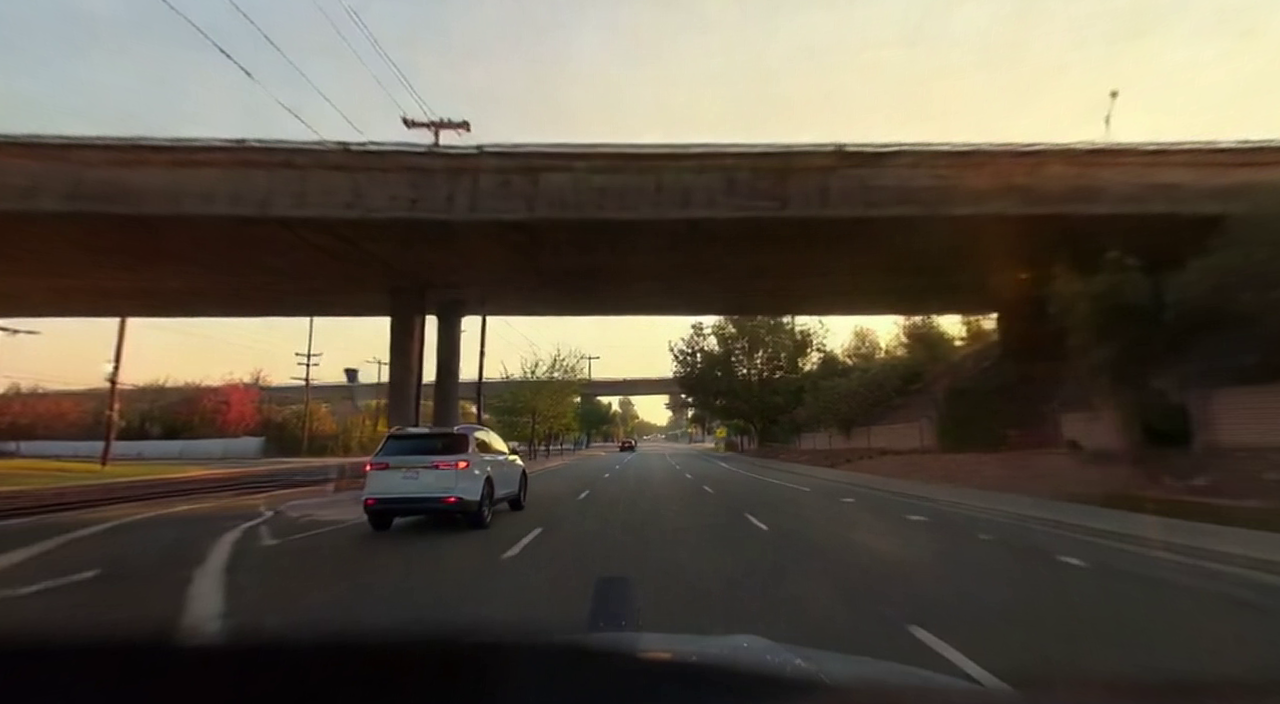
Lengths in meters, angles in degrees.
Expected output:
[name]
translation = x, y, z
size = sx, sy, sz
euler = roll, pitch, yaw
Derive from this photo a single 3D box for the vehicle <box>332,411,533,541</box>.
[vehicle]
translation = -3.152, 1.967, 10.620
size = 1.882, 1.704, 4.335
euler = -1, -8, 1
